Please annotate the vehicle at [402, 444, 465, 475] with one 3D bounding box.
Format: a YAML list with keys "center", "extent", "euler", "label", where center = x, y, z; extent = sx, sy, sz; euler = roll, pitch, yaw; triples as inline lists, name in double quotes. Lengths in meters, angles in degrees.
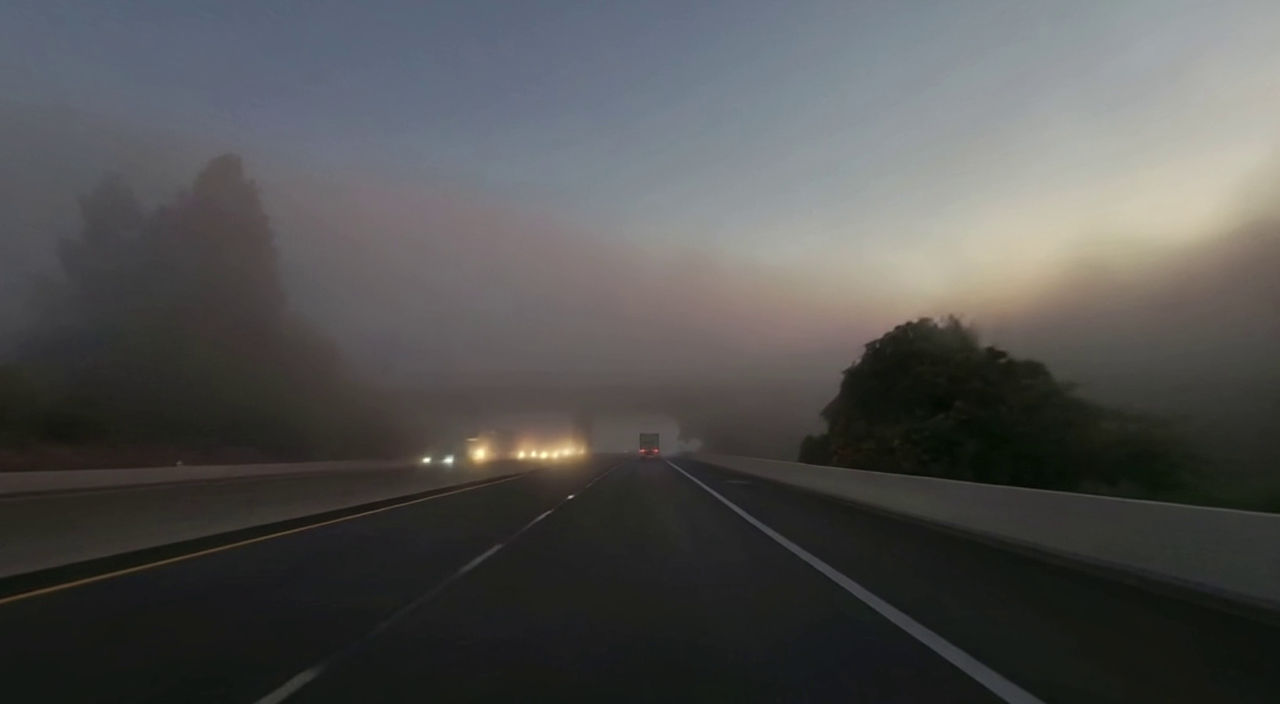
- center: [-12.744, 6.657, 39.263]
  extent: [2.138, 1.761, 5.196]
  euler: [0, -9, 0]
  label: "vehicle"
